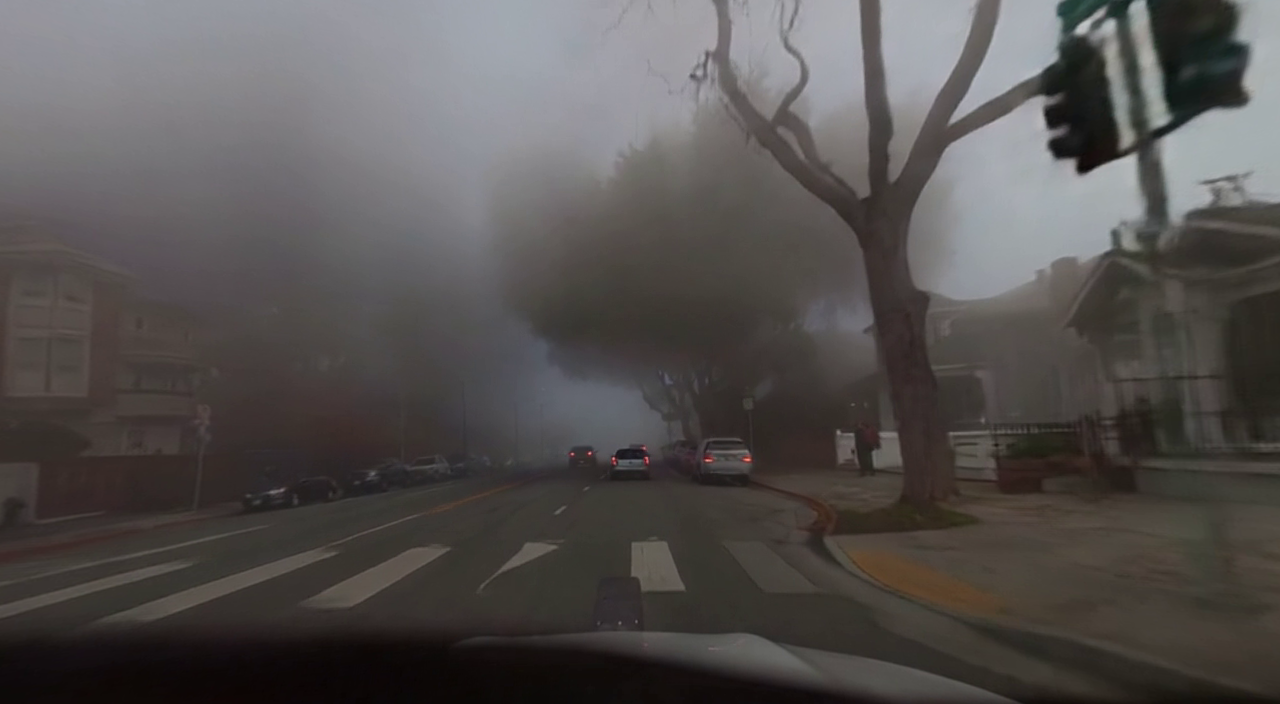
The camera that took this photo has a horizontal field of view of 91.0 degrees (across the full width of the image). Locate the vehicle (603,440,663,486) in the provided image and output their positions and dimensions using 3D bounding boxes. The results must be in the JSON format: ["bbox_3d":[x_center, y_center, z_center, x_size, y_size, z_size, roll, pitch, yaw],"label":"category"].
[{"bbox_3d":[-0.239,4.017,23.087,1.998,1.518,4.015,0,-8,-1],"label":"vehicle"}]

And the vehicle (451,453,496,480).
[{"bbox_3d":[-12.324,8.492,46.983,2.026,1.791,4.909,0,-8,0],"label":"vehicle"}]

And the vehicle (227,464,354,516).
[{"bbox_3d":[-12.051,4.751,22.126,1.913,1.475,4.372,0,-8,1],"label":"vehicle"}]

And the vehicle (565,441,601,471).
[{"bbox_3d":[-3.661,6.794,41.156,1.983,1.841,4.013,0,-8,0],"label":"vehicle"}]

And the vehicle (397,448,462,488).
[{"bbox_3d":[-12.349,6.812,37.297,2.210,2.148,4.849,0,-8,0],"label":"vehicle"}]

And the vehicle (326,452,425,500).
[{"bbox_3d":[-12.217,5.710,29.613,2.109,1.941,6.025,0,-8,-1],"label":"vehicle"}]

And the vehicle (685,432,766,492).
[{"bbox_3d":[2.640,3.516,20.515,1.969,1.725,4.387,0,-8,0],"label":"vehicle"}]
